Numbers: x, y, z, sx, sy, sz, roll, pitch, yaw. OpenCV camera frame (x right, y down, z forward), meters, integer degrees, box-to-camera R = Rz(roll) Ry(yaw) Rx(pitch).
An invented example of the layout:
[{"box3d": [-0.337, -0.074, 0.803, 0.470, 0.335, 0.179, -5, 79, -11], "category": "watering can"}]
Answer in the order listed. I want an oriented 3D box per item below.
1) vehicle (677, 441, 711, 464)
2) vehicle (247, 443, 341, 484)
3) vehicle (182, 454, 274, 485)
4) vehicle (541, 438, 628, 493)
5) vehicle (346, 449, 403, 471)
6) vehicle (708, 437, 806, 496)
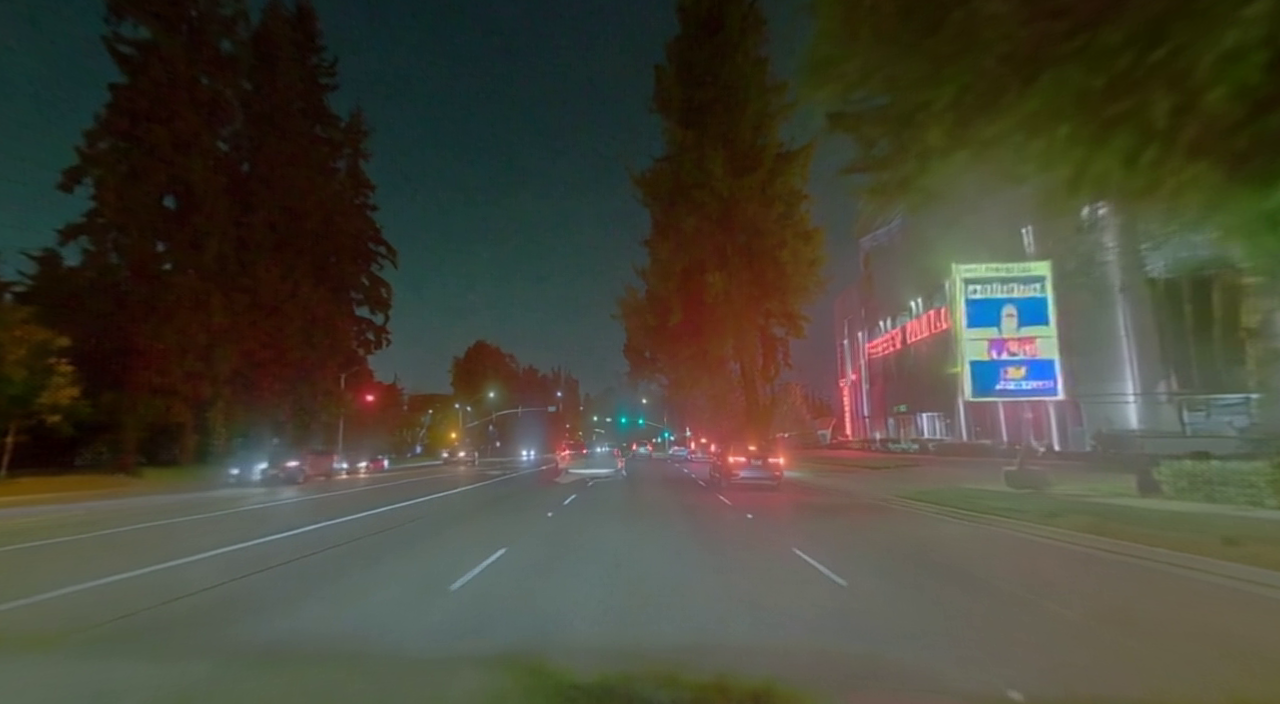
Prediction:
[{"box3d": [3.694, 6.920, 43.629, 1.913, 1.463, 4.198, 0, -8, -1], "category": "vehicle"}, {"box3d": [-15.417, 4.965, 28.379, 1.863, 1.658, 4.078, 0, -8, 1], "category": "vehicle"}, {"box3d": [-22.035, 6.289, 33.960, 1.848, 1.450, 4.678, 0, -8, 0], "category": "vehicle"}, {"box3d": [-1.529, 3.339, 18.913, 1.971, 1.433, 3.923, -1, -8, 5], "category": "vehicle"}, {"box3d": [-19.074, 7.749, 45.557, 1.984, 1.481, 4.752, 0, -8, 1], "category": "vehicle"}, {"box3d": [3.203, 3.227, 18.228, 1.948, 1.474, 4.360, 0, -8, -1], "category": "vehicle"}]
